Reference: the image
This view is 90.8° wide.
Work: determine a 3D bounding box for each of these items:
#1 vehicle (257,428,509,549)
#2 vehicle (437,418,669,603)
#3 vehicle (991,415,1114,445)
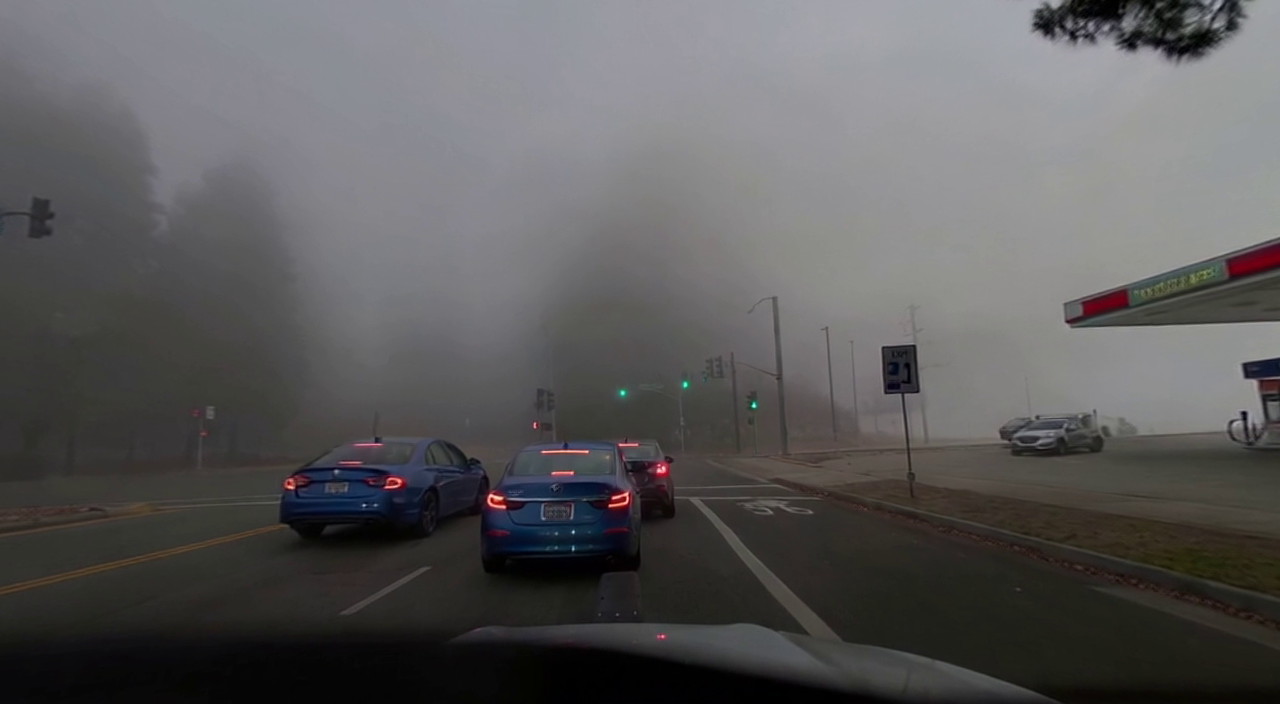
[{"bbox_3d":[-3.752,2.081,10.405,1.995,1.506,4.773,0,-8,2],"label":"vehicle"},{"bbox_3d":[-0.645,1.635,7.493,1.916,1.510,4.447,0,-8,2],"label":"vehicle"},{"bbox_3d":[21.181,4.050,32.580,4.874,1.502,2.048,0,-8,0],"label":"vehicle"}]
